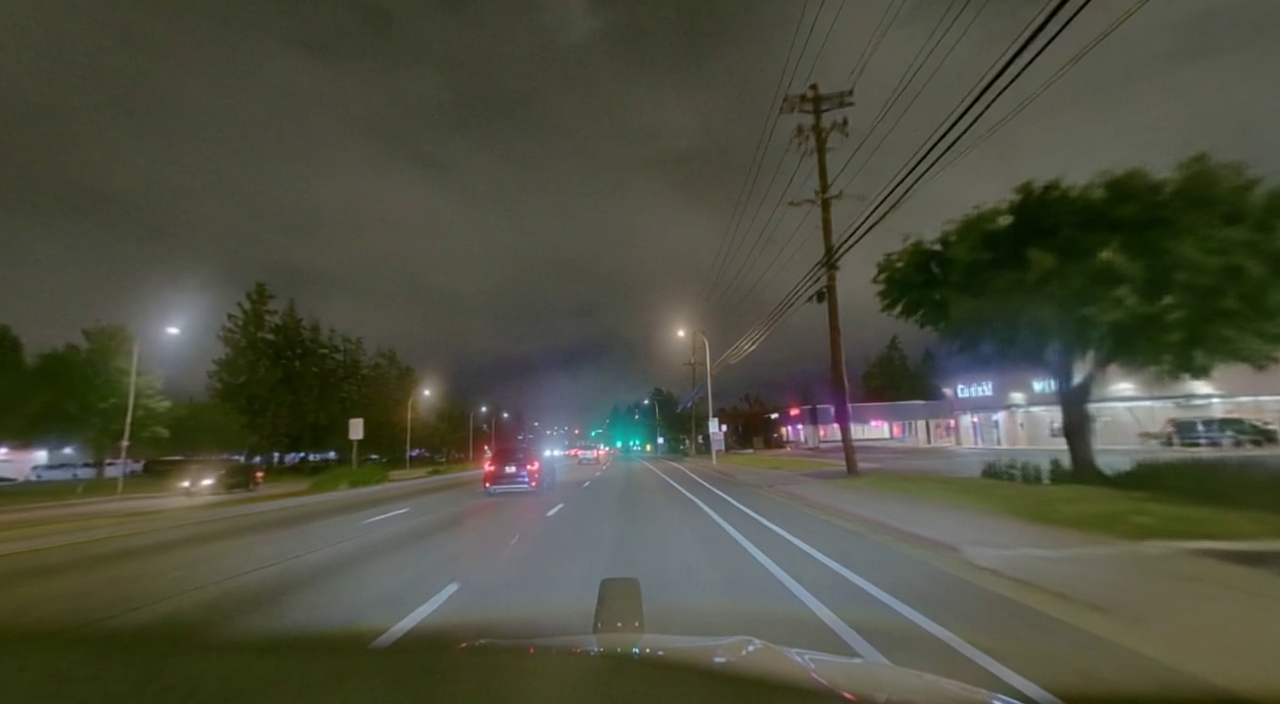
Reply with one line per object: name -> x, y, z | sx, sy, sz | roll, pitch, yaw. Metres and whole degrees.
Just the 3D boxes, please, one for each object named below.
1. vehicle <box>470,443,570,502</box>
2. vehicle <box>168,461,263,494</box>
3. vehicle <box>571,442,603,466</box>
vehicle -> -3.286, 3.375, 18.145 | 1.942, 1.469, 4.426 | 0, -9, 1
vehicle -> -25.207, 7.441, 37.611 | 1.973, 1.695, 4.541 | -1, -9, 11
vehicle -> -4.046, 7.861, 48.636 | 2.087, 1.736, 4.311 | 0, -9, -1
